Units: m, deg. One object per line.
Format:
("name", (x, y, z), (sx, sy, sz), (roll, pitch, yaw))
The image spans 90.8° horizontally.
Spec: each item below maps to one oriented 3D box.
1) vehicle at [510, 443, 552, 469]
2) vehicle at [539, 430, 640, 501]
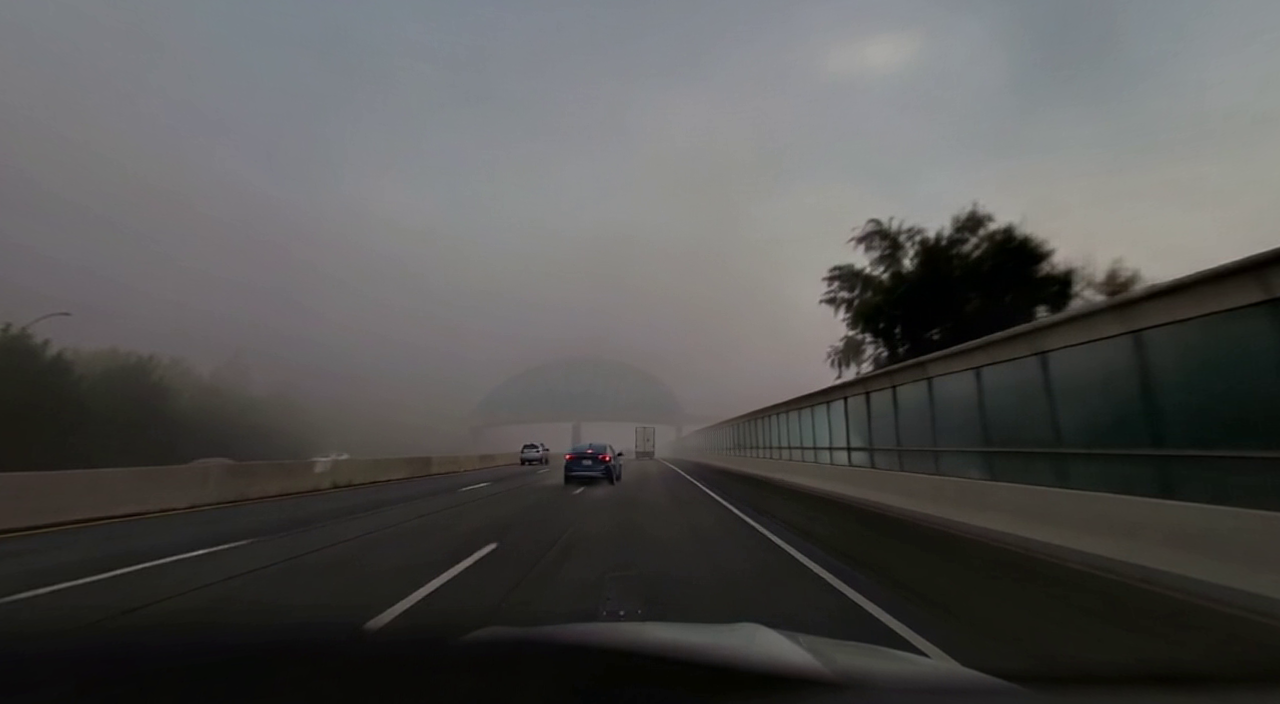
("vehicle", (-7.296, 7.036, 42.772), (2.024, 1.605, 4.499), (0, -9, 0))
("vehicle", (-1.264, 3.166, 17.925), (2.299, 1.716, 4.579), (-1, -9, 2))
